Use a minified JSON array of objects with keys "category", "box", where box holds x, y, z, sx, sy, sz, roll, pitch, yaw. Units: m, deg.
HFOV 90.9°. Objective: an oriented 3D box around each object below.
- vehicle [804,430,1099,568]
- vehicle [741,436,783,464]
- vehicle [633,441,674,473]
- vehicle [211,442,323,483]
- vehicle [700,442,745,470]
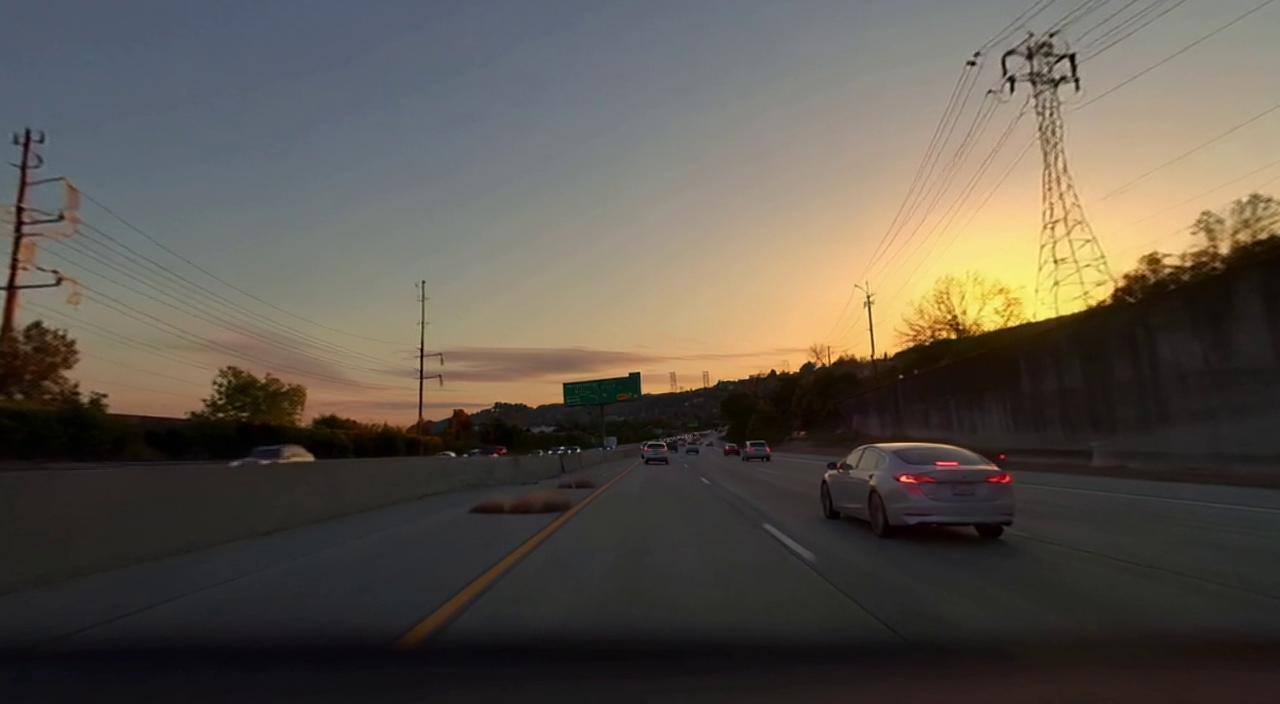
[{"category":"vehicle","box":[3.956,1.922,9.094,1.986,1.478,4.429,0,-8,0]},{"category":"vehicle","box":[8.439,6.853,44.164,2.041,1.821,4.562,0,-8,0]},{"category":"vehicle","box":[0.717,5.595,33.803,2.042,1.581,3.769,0,-8,1]},{"category":"vehicle","box":[-16.896,4.999,28.946,2.048,1.727,4.903,0,-8,2]},{"category":"vehicle","box":[4.570,5.833,35.464,1.936,1.465,4.060,0,-8,0]}]
